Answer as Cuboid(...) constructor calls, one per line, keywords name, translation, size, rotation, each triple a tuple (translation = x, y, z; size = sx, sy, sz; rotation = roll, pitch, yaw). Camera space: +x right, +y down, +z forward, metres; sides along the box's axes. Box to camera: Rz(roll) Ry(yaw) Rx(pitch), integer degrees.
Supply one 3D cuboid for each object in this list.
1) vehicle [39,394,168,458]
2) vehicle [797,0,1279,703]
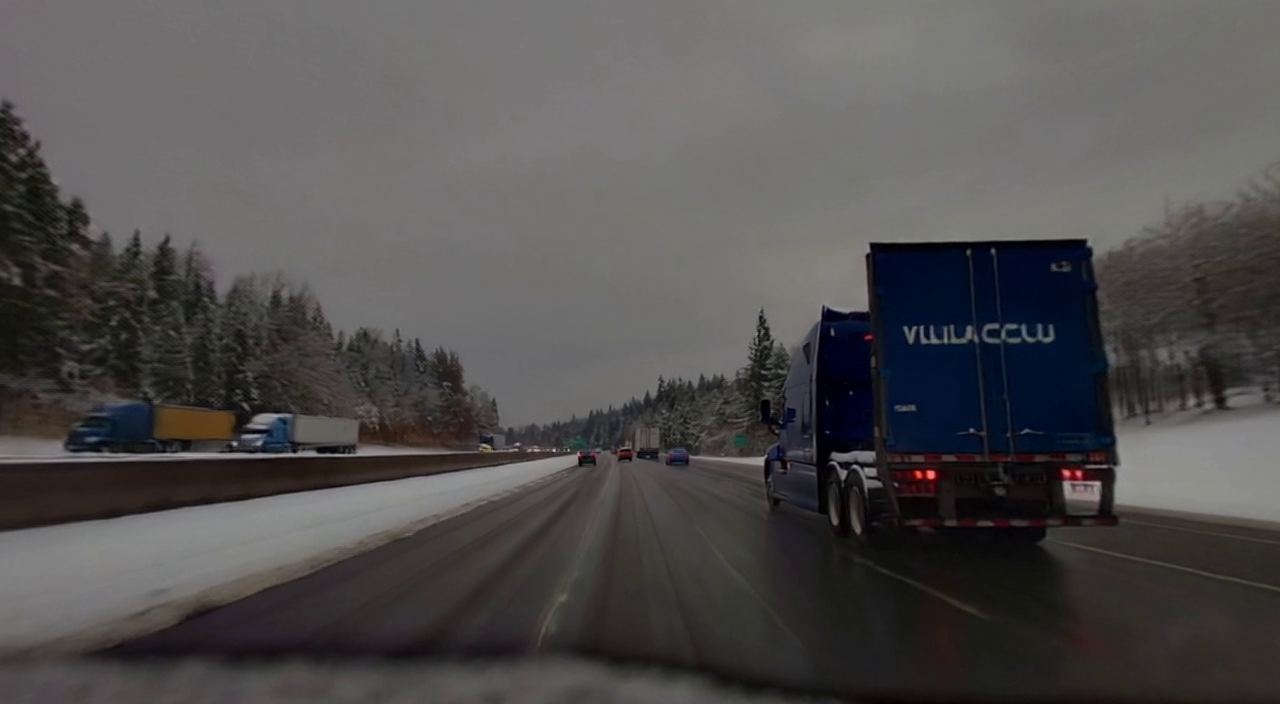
Cuboid(name="vehicle", translation=(-35.304, 5.022, 41.826), size=(2.899, 3.870, 6.026), rotation=(-1, -9, 3))
Cuboid(name="vehicle", translation=(4.277, -0.112, 3.489), size=(2.847, 4.075, 14.244), rotation=(0, -9, -1))
